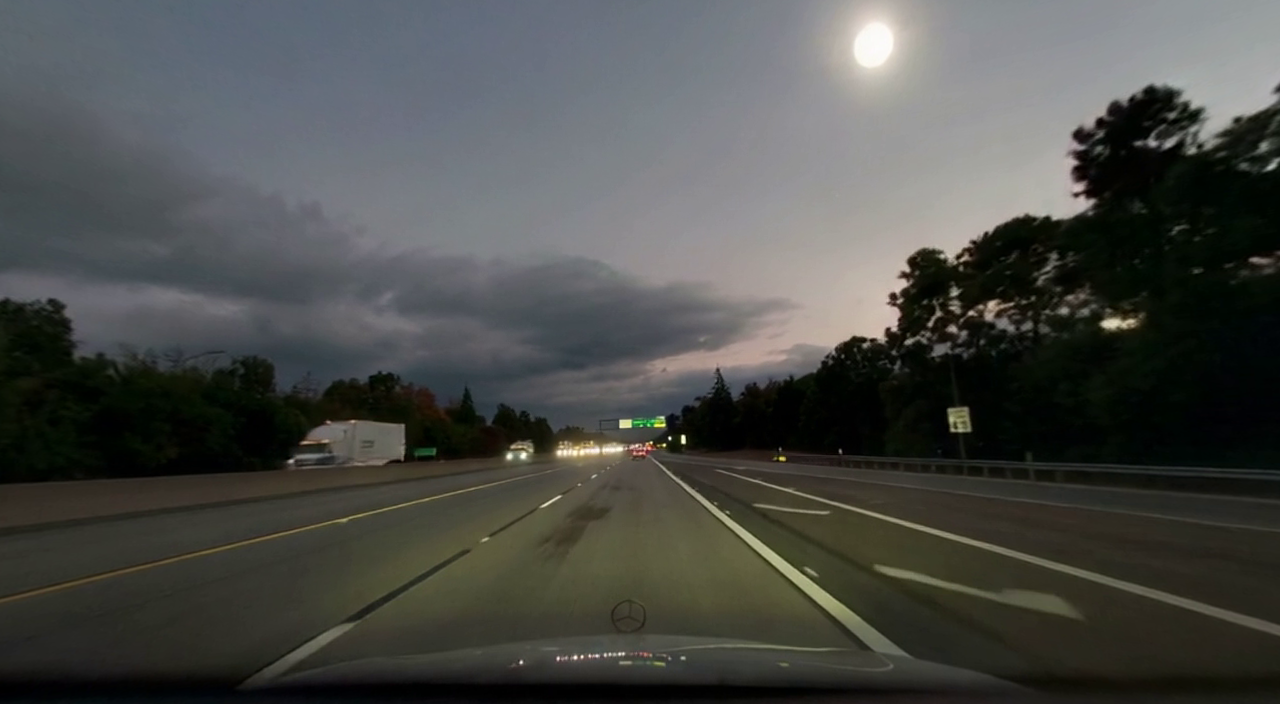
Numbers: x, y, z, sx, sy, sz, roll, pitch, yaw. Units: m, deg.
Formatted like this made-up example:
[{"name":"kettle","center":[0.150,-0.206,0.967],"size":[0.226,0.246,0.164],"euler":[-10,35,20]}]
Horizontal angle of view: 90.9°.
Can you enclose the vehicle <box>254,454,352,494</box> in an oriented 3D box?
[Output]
[{"name":"vehicle","center":[-14.069,5.095,26.608],"size":[1.830,1.493,4.238],"euler":[0,-9,-1]}]

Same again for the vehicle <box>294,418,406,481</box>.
[{"name":"vehicle","center":[-18.263,6.267,40.592],"size":[2.824,3.571,9.191],"euler":[0,-9,-1]}]
